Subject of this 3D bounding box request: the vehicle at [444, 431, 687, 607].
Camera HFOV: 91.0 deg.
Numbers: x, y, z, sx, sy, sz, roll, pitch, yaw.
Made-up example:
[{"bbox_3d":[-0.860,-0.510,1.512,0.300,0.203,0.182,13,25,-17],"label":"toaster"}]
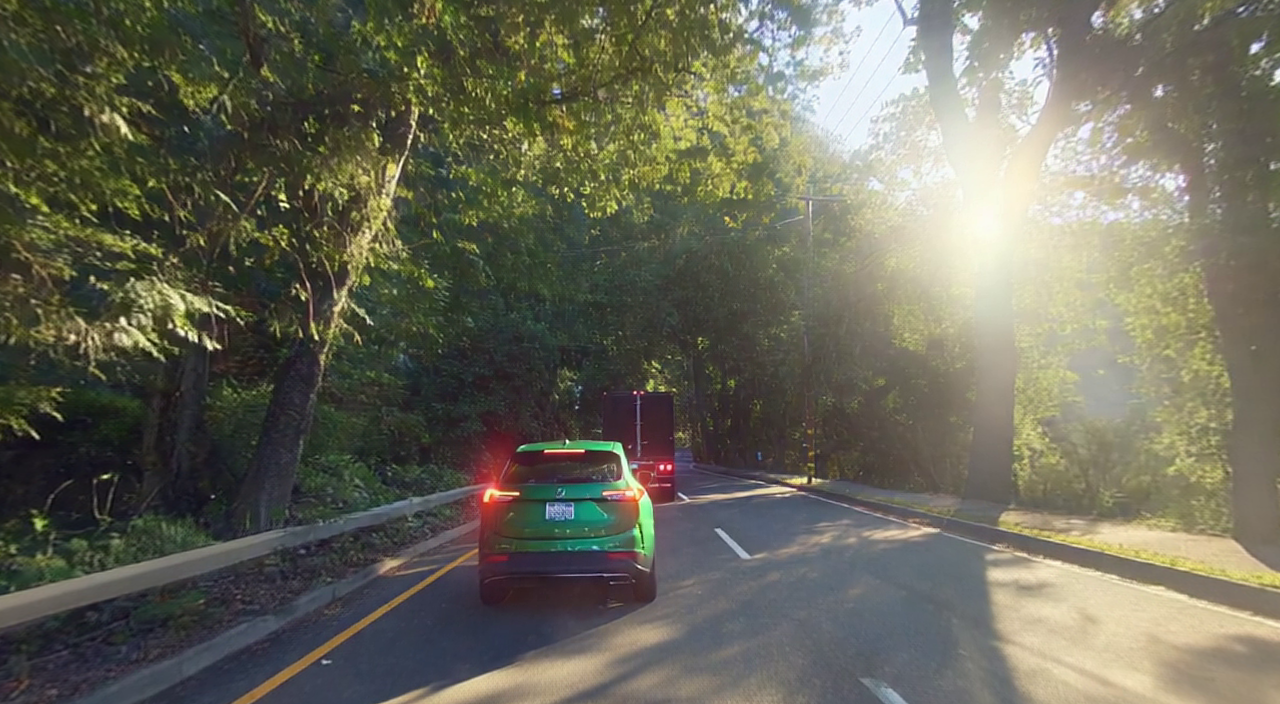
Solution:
[{"bbox_3d":[-0.627,1.746,7.504,2.076,1.490,4.078,0,-9,0],"label":"vehicle"}]
